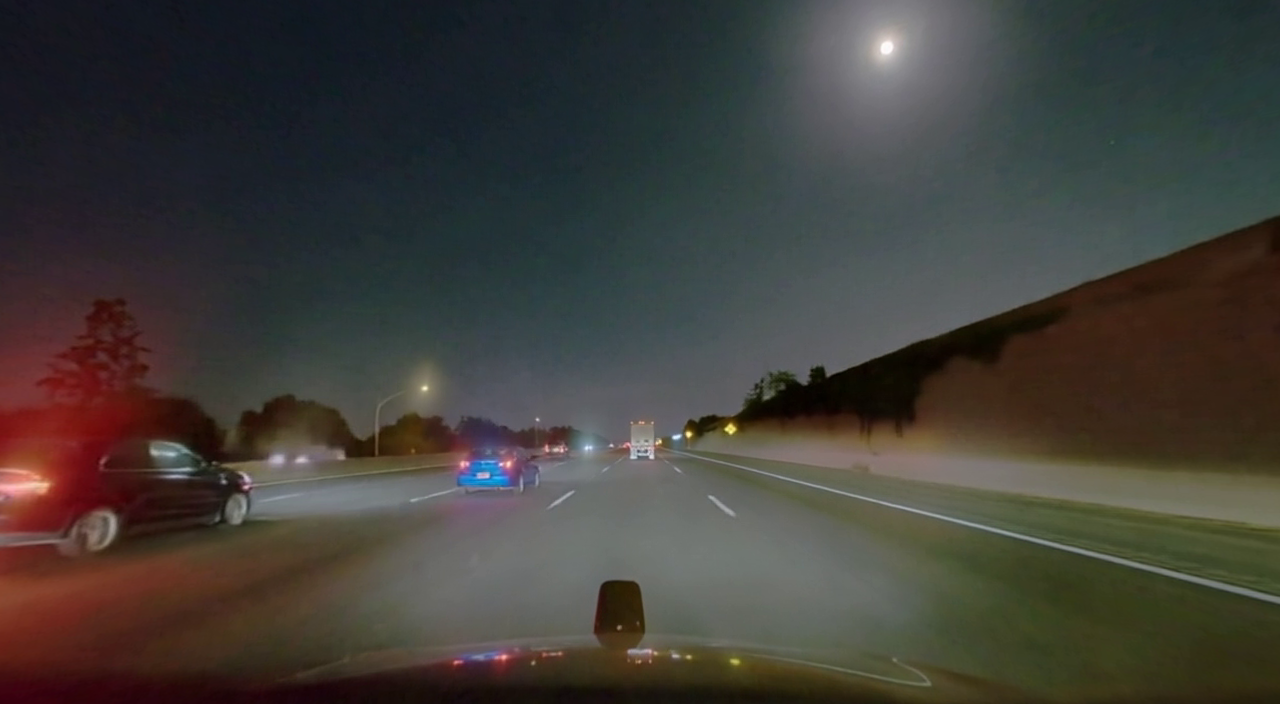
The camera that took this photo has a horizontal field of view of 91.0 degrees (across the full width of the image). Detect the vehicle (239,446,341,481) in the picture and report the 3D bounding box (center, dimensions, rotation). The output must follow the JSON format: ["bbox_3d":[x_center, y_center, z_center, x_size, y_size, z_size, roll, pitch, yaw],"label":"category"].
[{"bbox_3d":[-17.111,5.453,31.149,2.105,1.551,5.065,0,-8,1],"label":"vehicle"}]

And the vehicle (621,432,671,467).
[{"bbox_3d":[0.306,5.876,38.043,2.856,1.994,4.931,0,-8,-1],"label":"vehicle"}]

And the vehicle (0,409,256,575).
[{"bbox_3d":[-7.648,1.706,8.307,2.189,1.673,4.699,0,-8,0],"label":"vehicle"}]

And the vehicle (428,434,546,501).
[{"bbox_3d":[-3.833,2.970,16.608,2.000,1.512,4.371,0,-8,0],"label":"vehicle"}]
